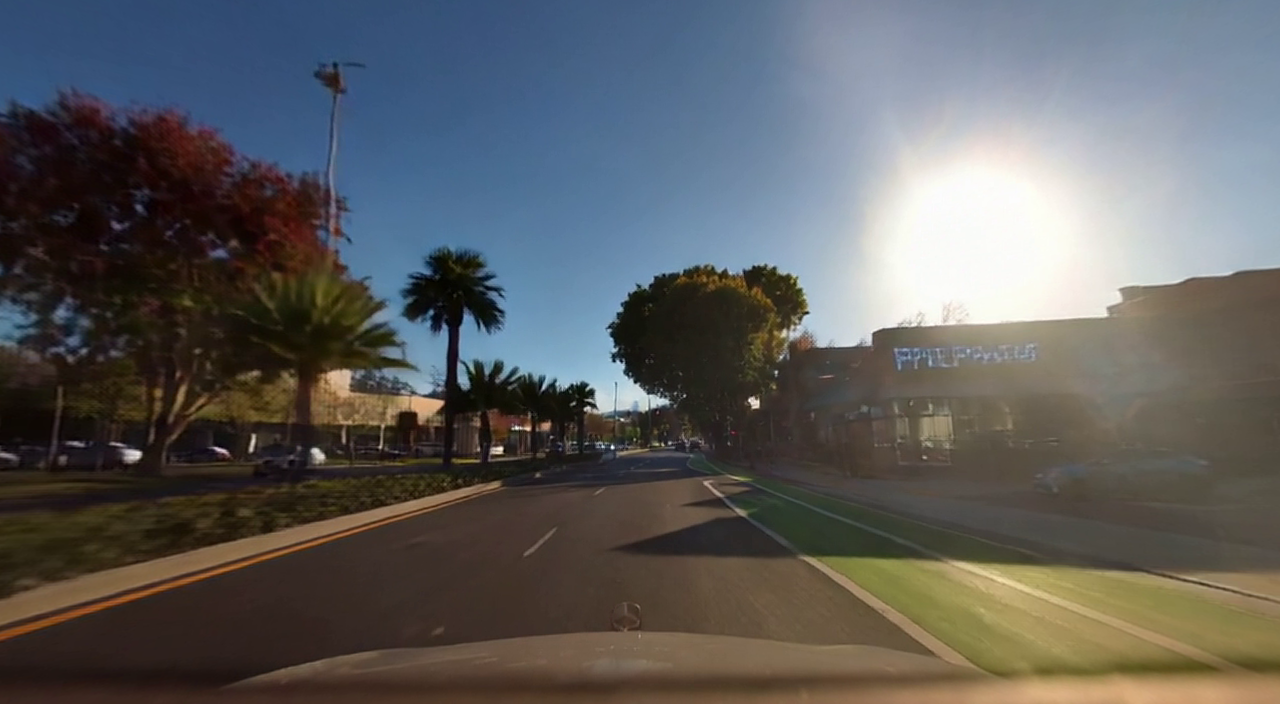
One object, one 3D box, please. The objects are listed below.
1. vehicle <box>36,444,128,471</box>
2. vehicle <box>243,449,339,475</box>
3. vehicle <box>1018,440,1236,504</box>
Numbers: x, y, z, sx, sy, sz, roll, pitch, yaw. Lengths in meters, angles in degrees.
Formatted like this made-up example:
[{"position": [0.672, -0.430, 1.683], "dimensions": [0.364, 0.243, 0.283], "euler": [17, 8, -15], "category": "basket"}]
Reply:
[{"position": [-36.505, 6.896, 41.412], "dimensions": [4.171, 1.682, 1.981], "euler": [-1, -8, 3], "category": "vehicle"}, {"position": [-22.205, 6.981, 40.440], "dimensions": [5.136, 1.515, 1.964], "euler": [4, -9, -24], "category": "vehicle"}, {"position": [14.099, 3.480, 18.698], "dimensions": [4.601, 1.696, 1.977], "euler": [-3, -9, 20], "category": "vehicle"}]
